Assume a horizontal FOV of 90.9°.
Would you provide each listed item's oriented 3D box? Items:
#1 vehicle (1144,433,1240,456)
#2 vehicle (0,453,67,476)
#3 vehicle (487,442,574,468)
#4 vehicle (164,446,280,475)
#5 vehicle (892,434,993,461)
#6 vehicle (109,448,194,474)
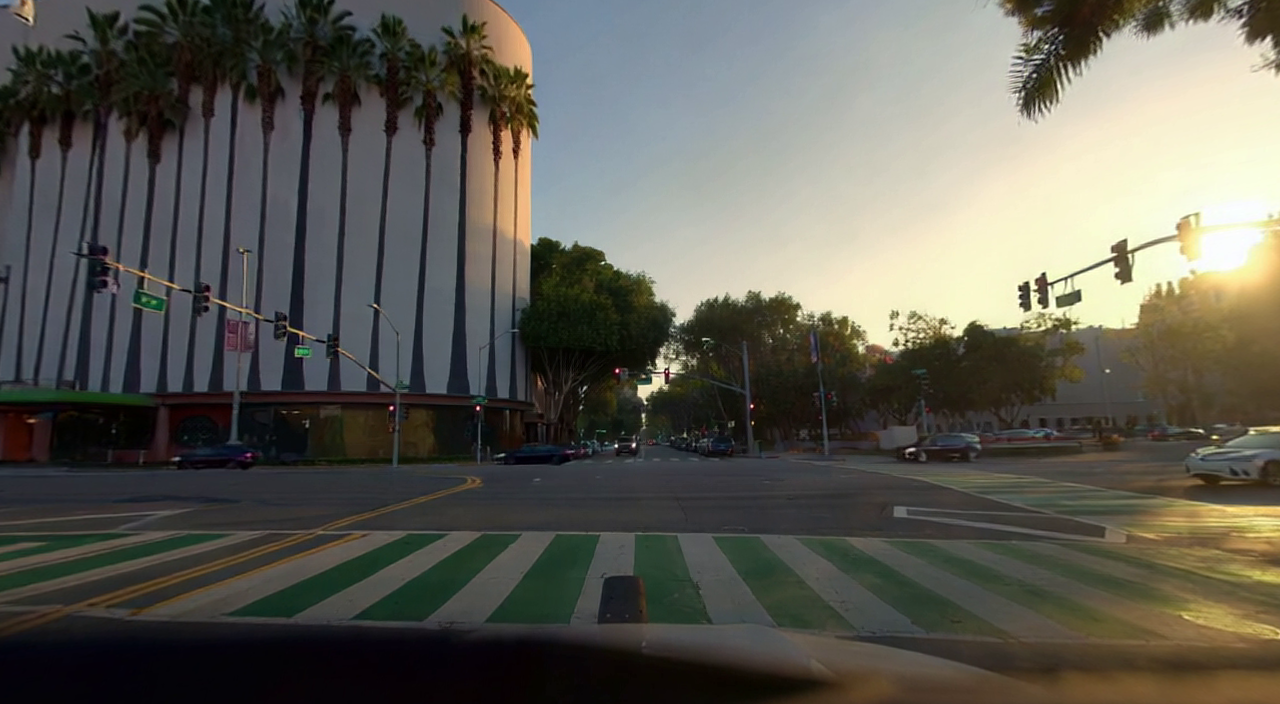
[{"bbox_3d":[36.049,6.026,41.257,4.606,1.449,1.687,0,-8,1],"label":"vehicle"},{"bbox_3d":[-41.664,7.622,42.778,3.698,1.508,1.779,0,-8,1],"label":"vehicle"},{"bbox_3d":[-6.427,6.066,37.245,4.784,1.465,1.798,0,-8,1],"label":"vehicle"},{"bbox_3d":[-22.096,5.738,33.454,4.875,1.461,1.777,0,-8,1],"label":"vehicle"},{"bbox_3d":[17.524,5.554,36.658,4.893,1.458,1.791,0,-8,0],"label":"vehicle"},{"bbox_3d":[-33.078,7.392,42.765,4.136,1.661,1.857,0,-8,0],"label":"vehicle"}]
